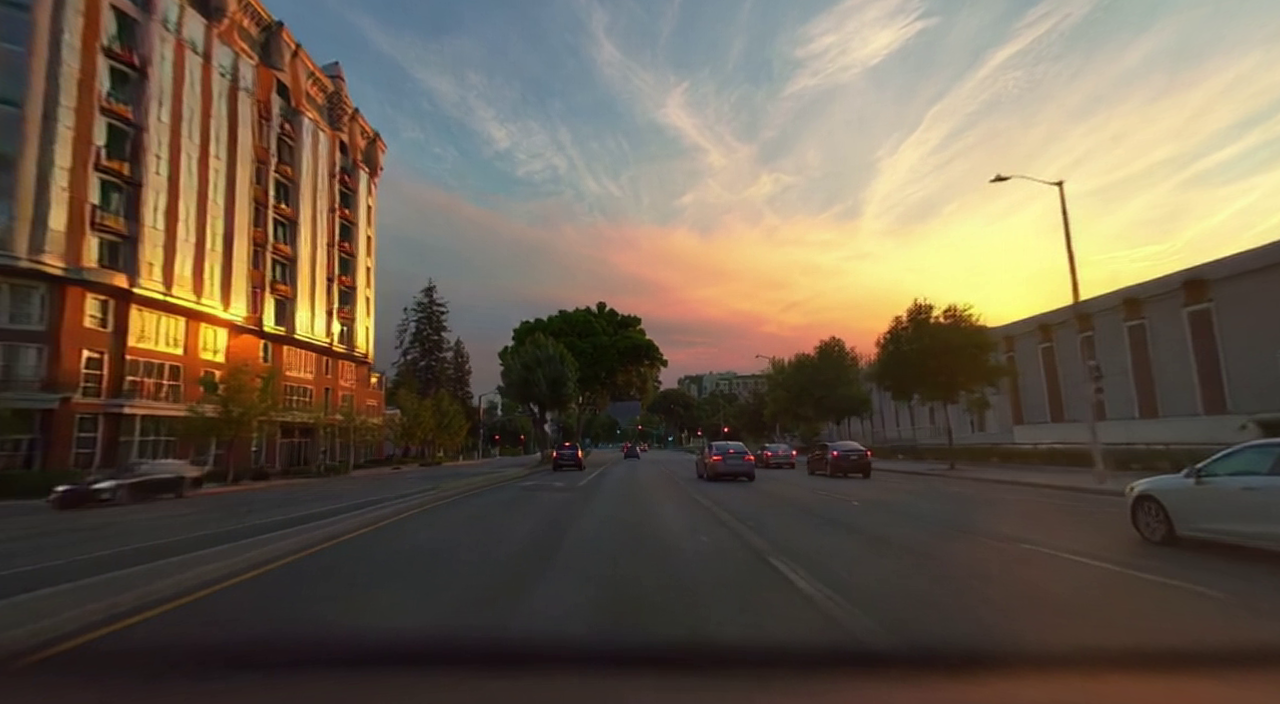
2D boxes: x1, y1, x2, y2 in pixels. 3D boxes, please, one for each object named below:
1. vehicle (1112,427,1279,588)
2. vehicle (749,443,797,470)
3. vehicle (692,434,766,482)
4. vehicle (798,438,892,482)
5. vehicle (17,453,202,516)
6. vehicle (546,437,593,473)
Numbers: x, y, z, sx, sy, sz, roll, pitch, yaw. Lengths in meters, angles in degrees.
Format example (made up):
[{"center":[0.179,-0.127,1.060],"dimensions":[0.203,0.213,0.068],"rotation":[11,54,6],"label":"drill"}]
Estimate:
[{"center":[6.696,1.360,5.436],"dimensions":[1.830,1.443,4.351],"rotation":[0,-8,-1],"label":"vehicle"},{"center":[7.808,6.137,37.437],"dimensions":[1.884,1.478,4.164],"rotation":[0,-8,-1],"label":"vehicle"},{"center":[3.444,4.229,25.469],"dimensions":[2.152,1.742,4.704],"rotation":[0,-8,-2],"label":"vehicle"},{"center":[7.653,4.071,24.101],"dimensions":[1.944,1.503,4.723],"rotation":[0,-8,-1],"label":"vehicle"},{"center":[-16.581,4.114,20.157],"dimensions":[1.954,1.699,4.542],"rotation":[0,-8,-1],"label":"vehicle"},{"center":[-3.742,5.554,34.143],"dimensions":[2.155,1.797,3.989],"rotation":[0,-8,-1],"label":"vehicle"}]
